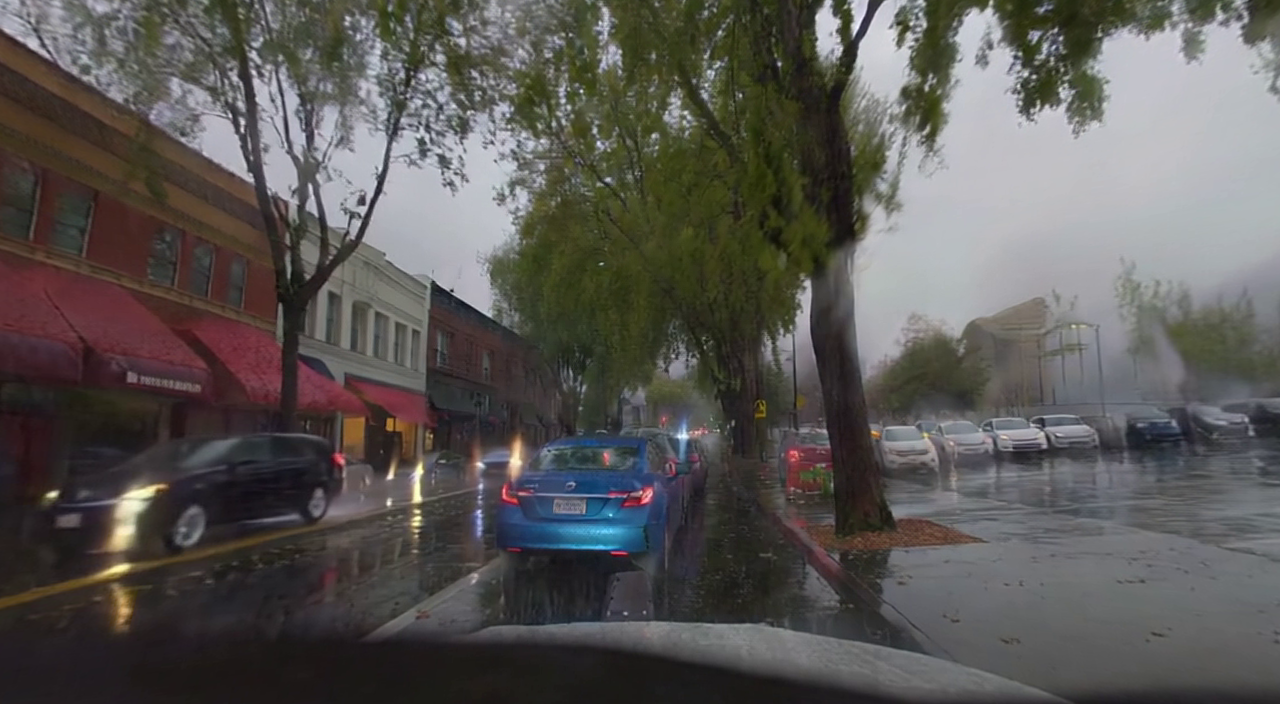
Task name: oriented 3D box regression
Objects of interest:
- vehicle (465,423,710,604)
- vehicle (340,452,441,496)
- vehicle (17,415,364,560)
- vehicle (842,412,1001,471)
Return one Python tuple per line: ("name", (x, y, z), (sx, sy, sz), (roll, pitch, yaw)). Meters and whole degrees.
("vehicle", (-0.260, 1.641, 7.339), (1.939, 1.478, 3.922), (-2, -8, 9))
("vehicle", (-10.260, 5.028, 26.279), (1.826, 1.432, 4.556), (-7, -9, 8))
("vehicle", (-7.017, 2.147, 10.728), (2.071, 1.811, 4.711), (-4, -9, 7))
("vehicle", (9.014, 2.832, 20.218), (4.558, 1.528, 1.915), (0, -8, -23))
